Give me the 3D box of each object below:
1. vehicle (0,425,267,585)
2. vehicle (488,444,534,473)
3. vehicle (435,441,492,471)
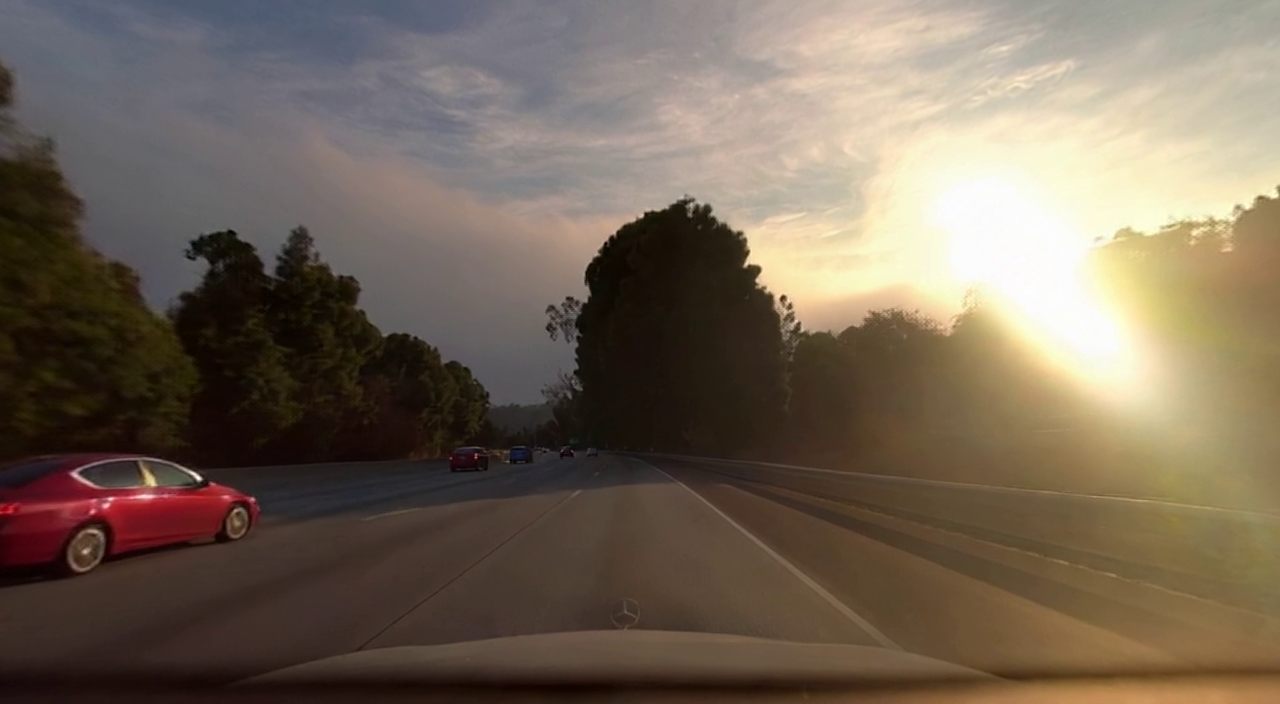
[{"bbox_3d":[-7.525,1.863,8.425,2.133,1.586,4.869,0,-9,-1],"label":"vehicle"},{"bbox_3d":[-7.916,6.604,39.082,2.060,1.680,4.255,0,-9,-2],"label":"vehicle"},{"bbox_3d":[-12.154,7.206,43.795,2.425,1.926,5.584,0,-9,-1],"label":"vehicle"}]
